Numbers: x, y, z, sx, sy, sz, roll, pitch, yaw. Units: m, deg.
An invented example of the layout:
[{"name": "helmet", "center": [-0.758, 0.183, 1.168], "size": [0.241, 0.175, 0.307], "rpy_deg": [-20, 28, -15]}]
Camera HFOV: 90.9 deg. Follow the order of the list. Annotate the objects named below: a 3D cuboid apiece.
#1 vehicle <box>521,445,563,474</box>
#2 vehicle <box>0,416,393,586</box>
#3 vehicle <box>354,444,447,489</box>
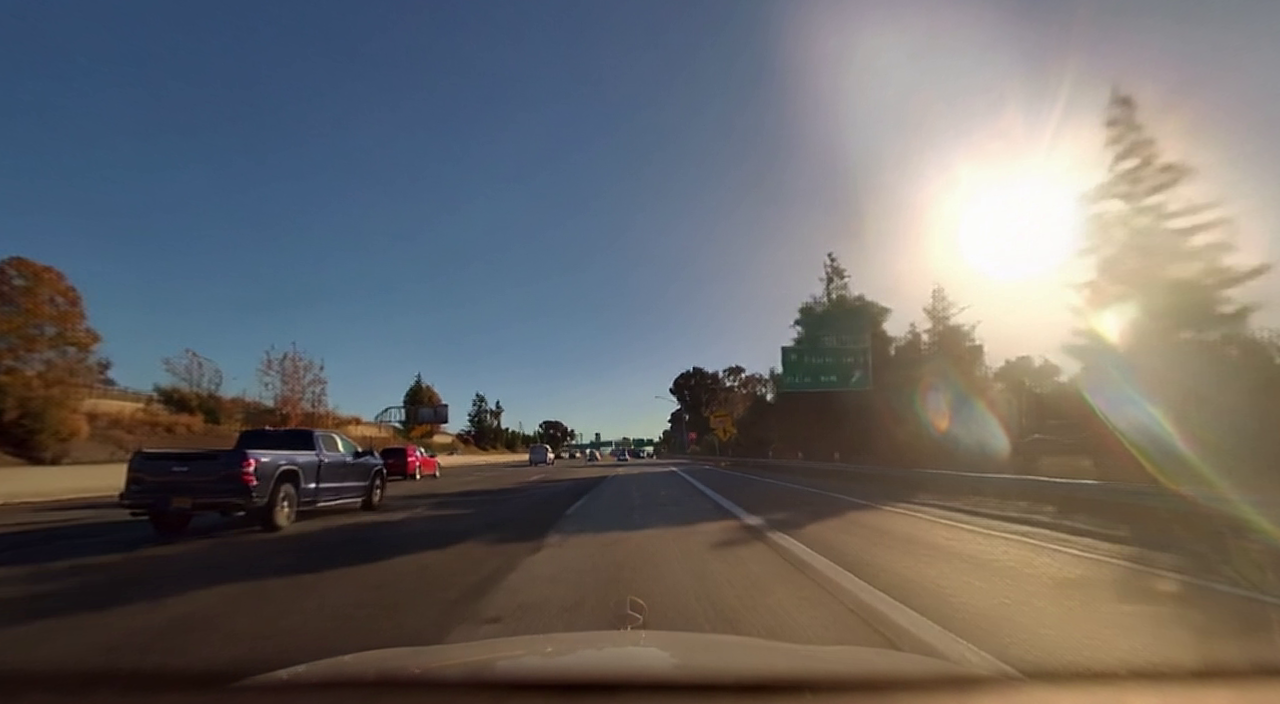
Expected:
[{"name": "vehicle", "center": [-6.228, 6.844, 40.579], "size": [2.009, 1.735, 4.358], "rpy_deg": [0, -8, 0]}, {"name": "vehicle", "center": [-6.340, 2.040, 9.868], "size": [2.403, 1.773, 6.276], "rpy_deg": [0, -8, 0]}, {"name": "vehicle", "center": [-9.799, 4.683, 26.256], "size": [2.060, 1.662, 4.469], "rpy_deg": [0, -8, 1]}]
